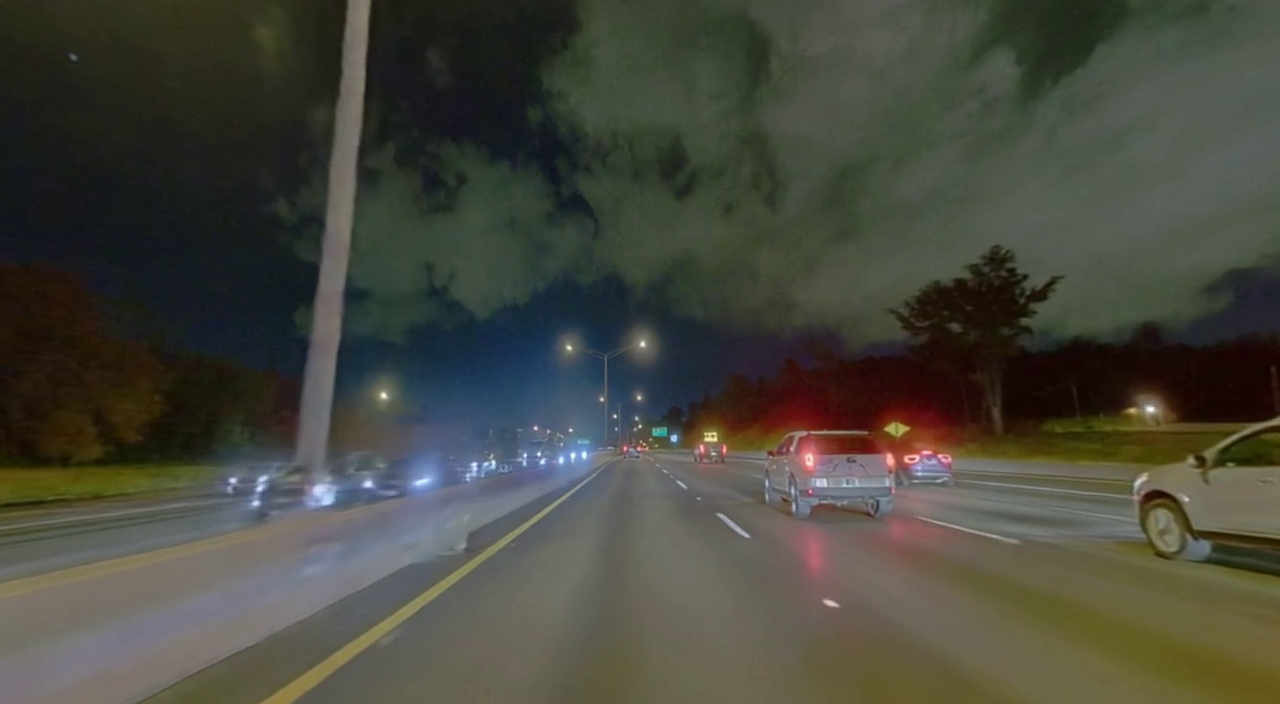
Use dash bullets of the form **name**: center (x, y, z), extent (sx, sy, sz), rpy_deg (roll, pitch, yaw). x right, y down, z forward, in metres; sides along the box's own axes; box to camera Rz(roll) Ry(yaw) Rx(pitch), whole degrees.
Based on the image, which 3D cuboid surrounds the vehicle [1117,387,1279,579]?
- **vehicle**: center (7.090, 1.152, 5.406), extent (2.040, 1.801, 4.959), rpy_deg (0, -9, -1)

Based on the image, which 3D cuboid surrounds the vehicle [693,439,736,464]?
- **vehicle**: center (5.803, 7.840, 49.921), extent (2.434, 1.869, 5.553), rpy_deg (0, -9, -3)

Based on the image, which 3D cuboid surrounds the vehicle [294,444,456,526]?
- **vehicle**: center (-5.609, 2.824, 14.002), extent (1.888, 1.532, 3.906), rpy_deg (0, -9, 0)

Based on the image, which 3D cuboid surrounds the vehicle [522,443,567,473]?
- **vehicle**: center (-5.732, 6.398, 38.372), extent (2.037, 1.700, 4.417), rpy_deg (0, -9, 0)

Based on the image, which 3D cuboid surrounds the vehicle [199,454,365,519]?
- **vehicle**: center (-9.516, 3.562, 17.305), extent (1.993, 1.473, 4.387), rpy_deg (0, -9, 0)

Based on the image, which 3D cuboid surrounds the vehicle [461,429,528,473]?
- **vehicle**: center (-9.472, 6.526, 41.772), extent (2.786, 2.696, 6.461), rpy_deg (0, -9, 1)

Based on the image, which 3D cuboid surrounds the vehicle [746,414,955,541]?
- **vehicle**: center (3.243, 2.039, 10.854), extent (2.059, 1.711, 4.302), rpy_deg (0, -9, 0)
